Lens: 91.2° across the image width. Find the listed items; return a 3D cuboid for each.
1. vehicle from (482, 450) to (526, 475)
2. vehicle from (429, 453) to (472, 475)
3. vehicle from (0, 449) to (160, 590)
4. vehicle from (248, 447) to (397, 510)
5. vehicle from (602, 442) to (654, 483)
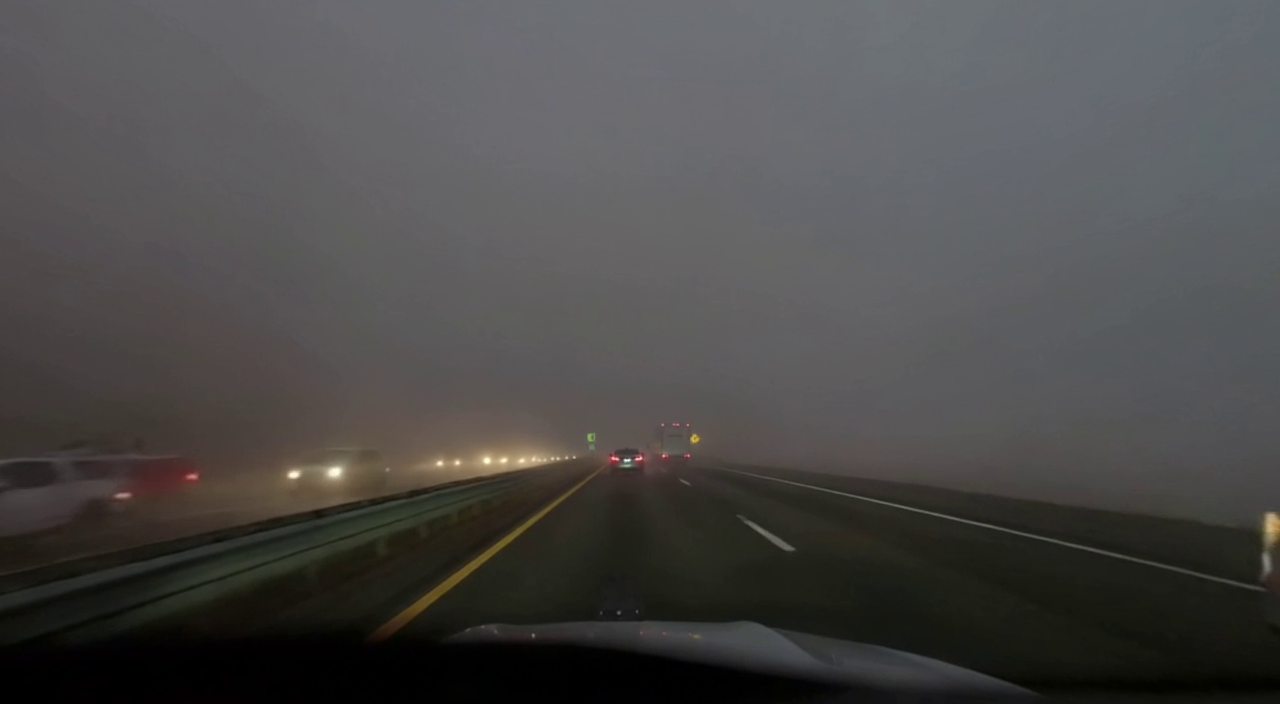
[{"bbox_3d":[-8.605,7.008,39.967,1.908,1.499,4.040,0,-9,-1],"label":"vehicle"},{"bbox_3d":[-14.150,8.378,47.013,1.892,1.533,4.532,0,-9,-1],"label":"vehicle"},{"bbox_3d":[-7.787,1.799,6.717,1.917,1.483,4.289,0,-9,-1],"label":"vehicle"},{"bbox_3d":[-8.753,3.480,17.783,1.970,1.549,4.299,0,-9,0],"label":"vehicle"},{"bbox_3d":[-0.485,4.543,26.062,1.971,1.518,4.108,0,-9,-1],"label":"vehicle"}]
